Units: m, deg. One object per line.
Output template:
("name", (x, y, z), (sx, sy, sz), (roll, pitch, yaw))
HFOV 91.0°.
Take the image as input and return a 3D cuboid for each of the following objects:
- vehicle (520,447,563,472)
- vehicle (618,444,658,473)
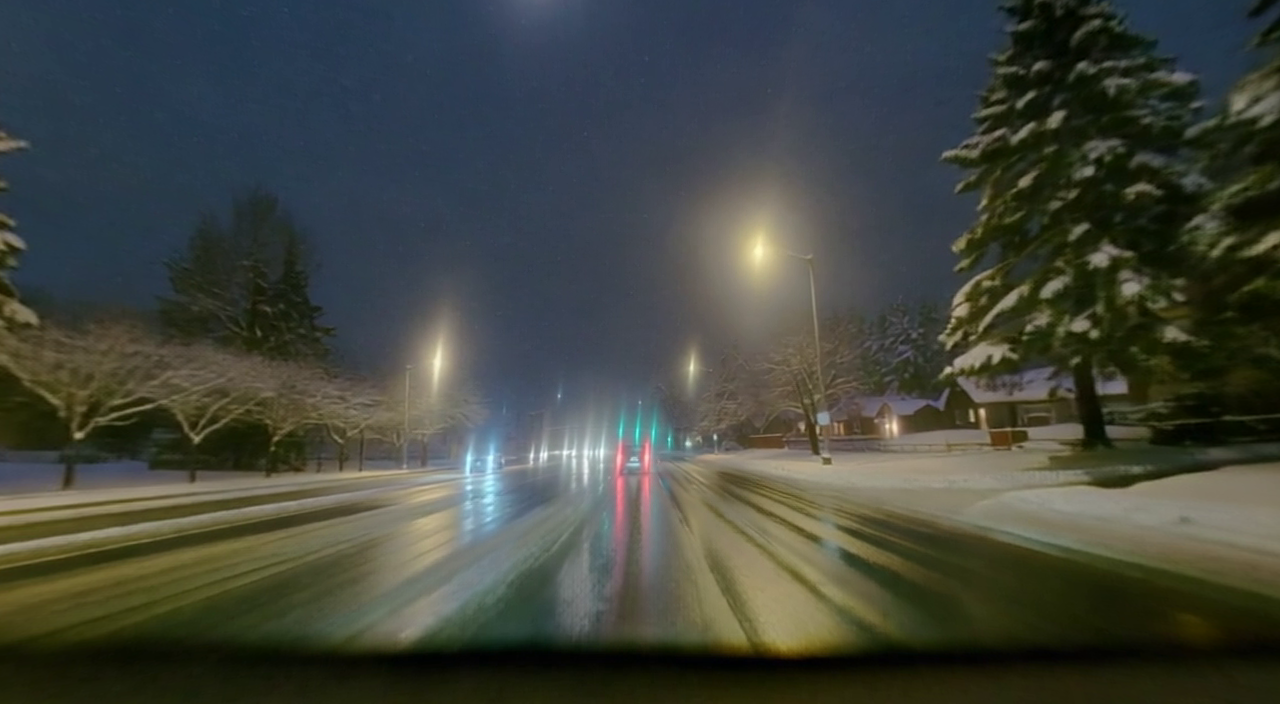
("vehicle", (-6.232, 6.818, 40.267), (2.014, 1.472, 4.357), (0, -9, 1))
("vehicle", (-0.065, 5.987, 35.609), (2.106, 1.517, 4.375), (0, -9, 1))
